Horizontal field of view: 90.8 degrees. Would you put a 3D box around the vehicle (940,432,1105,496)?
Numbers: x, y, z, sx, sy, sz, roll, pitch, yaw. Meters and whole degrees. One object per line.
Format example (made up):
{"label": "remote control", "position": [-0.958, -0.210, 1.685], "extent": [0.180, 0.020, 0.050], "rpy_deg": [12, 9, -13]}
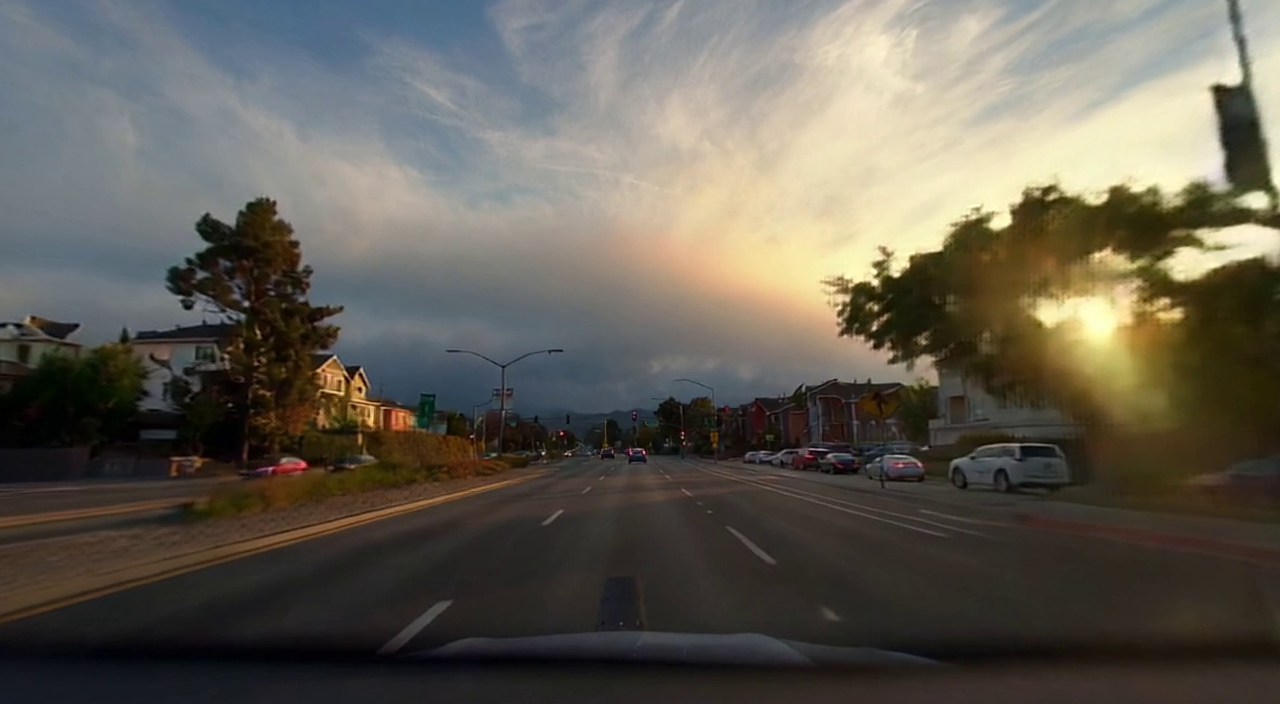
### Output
{"label": "vehicle", "position": [13.138, 3.854, 22.230], "extent": [2.047, 1.950, 5.112], "rpy_deg": [1, -9, -9]}

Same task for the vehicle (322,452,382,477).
{"label": "vehicle", "position": [-19.078, 7.449, 42.087], "extent": [1.815, 1.468, 4.398], "rpy_deg": [0, -9, 1]}

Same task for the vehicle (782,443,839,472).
{"label": "vehicle", "position": [12.521, 7.844, 46.909], "extent": [2.386, 1.919, 6.109], "rpy_deg": [-1, -10, -1]}

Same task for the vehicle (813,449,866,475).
{"label": "vehicle", "position": [12.349, 6.835, 39.378], "extent": [1.836, 1.448, 4.624], "rpy_deg": [-1, -9, 1]}

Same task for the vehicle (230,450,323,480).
{"label": "vehicle", "position": [-24.435, 7.604, 42.814], "extent": [2.224, 1.795, 5.809], "rpy_deg": [-2, -9, 9]}

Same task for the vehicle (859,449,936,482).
{"label": "vehicle", "position": [12.728, 5.625, 31.608], "extent": [1.916, 1.452, 4.651], "rpy_deg": [0, -9, 1]}
